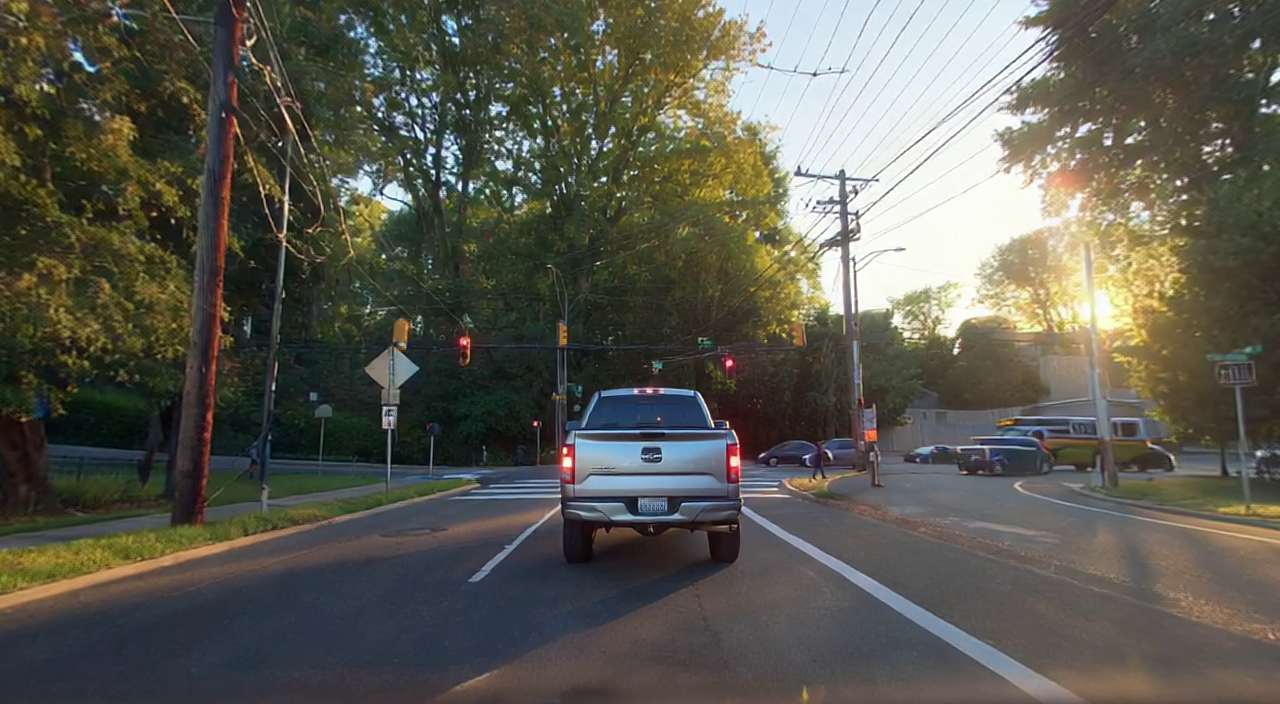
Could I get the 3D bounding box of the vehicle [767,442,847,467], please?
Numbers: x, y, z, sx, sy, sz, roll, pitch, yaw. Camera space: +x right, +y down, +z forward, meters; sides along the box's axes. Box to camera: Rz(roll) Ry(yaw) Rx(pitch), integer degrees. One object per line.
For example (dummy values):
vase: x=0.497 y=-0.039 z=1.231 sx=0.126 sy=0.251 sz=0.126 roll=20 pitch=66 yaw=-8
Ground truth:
vehicle: x=10.834 y=6.662 z=41.197 sx=4.578 sy=1.490 sz=1.935 roll=0 pitch=-8 yaw=-2

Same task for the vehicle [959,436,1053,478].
vehicle: x=14.590 y=4.122 z=25.085 sx=2.060 sy=1.496 sz=4.520 roll=-9 pitch=-12 yaw=44

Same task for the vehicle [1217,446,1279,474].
vehicle: x=41.382 y=7.001 z=41.262 sx=5.426 sy=1.728 sz=1.999 roll=0 pitch=-8 yaw=-2

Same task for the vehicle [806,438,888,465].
vehicle: x=14.924 y=7.216 z=45.785 sx=5.235 sy=1.878 sz=2.107 roll=-1 pitch=-8 yaw=4

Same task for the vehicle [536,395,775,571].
vehicle: x=0.124 y=1.889 z=10.014 sx=2.707 sy=1.964 sz=5.485 roll=0 pitch=-8 yaw=-1

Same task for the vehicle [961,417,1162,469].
vehicle: x=27.328 y=5.941 z=41.365 sx=10.726 sy=3.128 sz=3.003 roll=-1 pitch=-8 yaw=1
